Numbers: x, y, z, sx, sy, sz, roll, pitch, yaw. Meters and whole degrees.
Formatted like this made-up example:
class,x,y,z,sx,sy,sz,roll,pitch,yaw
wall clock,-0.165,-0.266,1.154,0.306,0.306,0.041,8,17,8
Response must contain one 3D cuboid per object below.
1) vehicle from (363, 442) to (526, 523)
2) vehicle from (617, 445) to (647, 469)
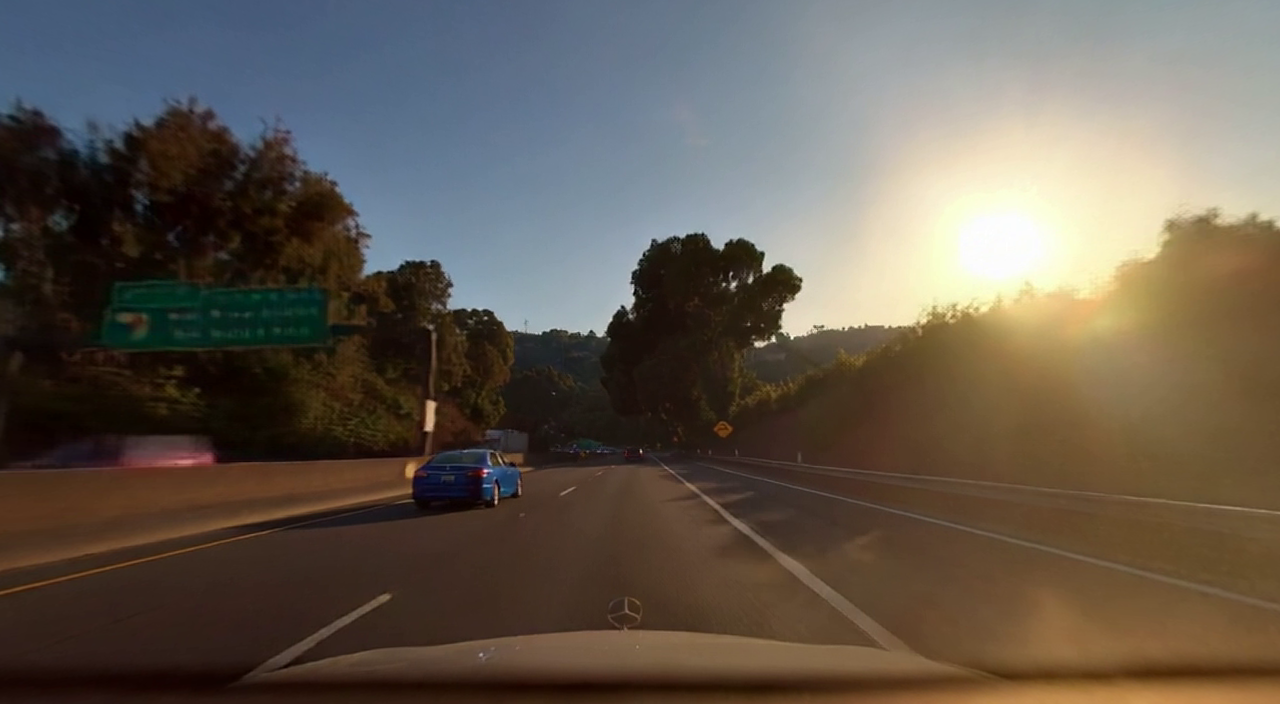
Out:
class,x,y,z,sx,sy,sz,roll,pitch,yaw
vehicle,-4.078,2.789,14.102,2.157,1.483,4.601,0,-9,0
vehicle,-0.519,7.403,44.452,2.011,1.590,3.607,0,-9,1
